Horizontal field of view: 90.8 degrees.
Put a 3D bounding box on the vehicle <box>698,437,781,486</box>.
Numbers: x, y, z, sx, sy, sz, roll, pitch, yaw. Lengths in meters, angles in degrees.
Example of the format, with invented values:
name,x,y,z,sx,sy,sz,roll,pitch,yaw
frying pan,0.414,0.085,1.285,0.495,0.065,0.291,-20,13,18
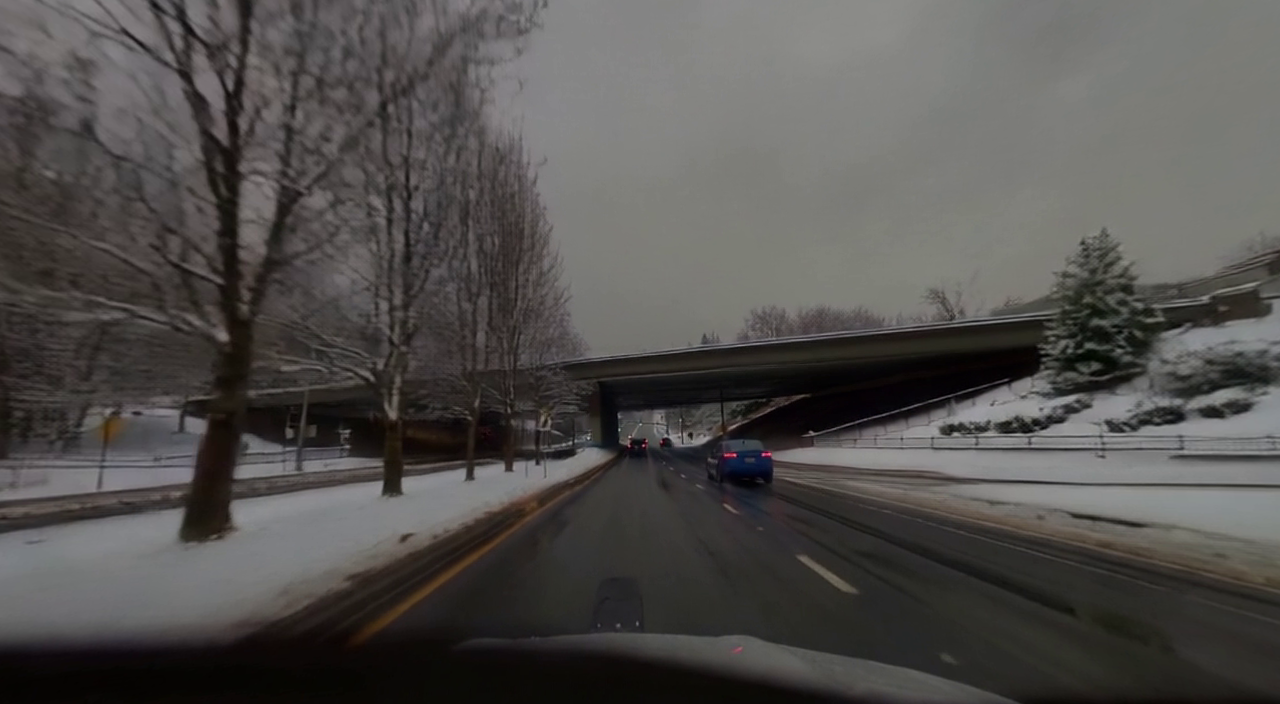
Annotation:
name,x,y,z,sx,sy,sz,roll,pitch,yaw
vehicle,3.291,3.727,21.867,2.062,1.484,4.332,0,-8,-1
